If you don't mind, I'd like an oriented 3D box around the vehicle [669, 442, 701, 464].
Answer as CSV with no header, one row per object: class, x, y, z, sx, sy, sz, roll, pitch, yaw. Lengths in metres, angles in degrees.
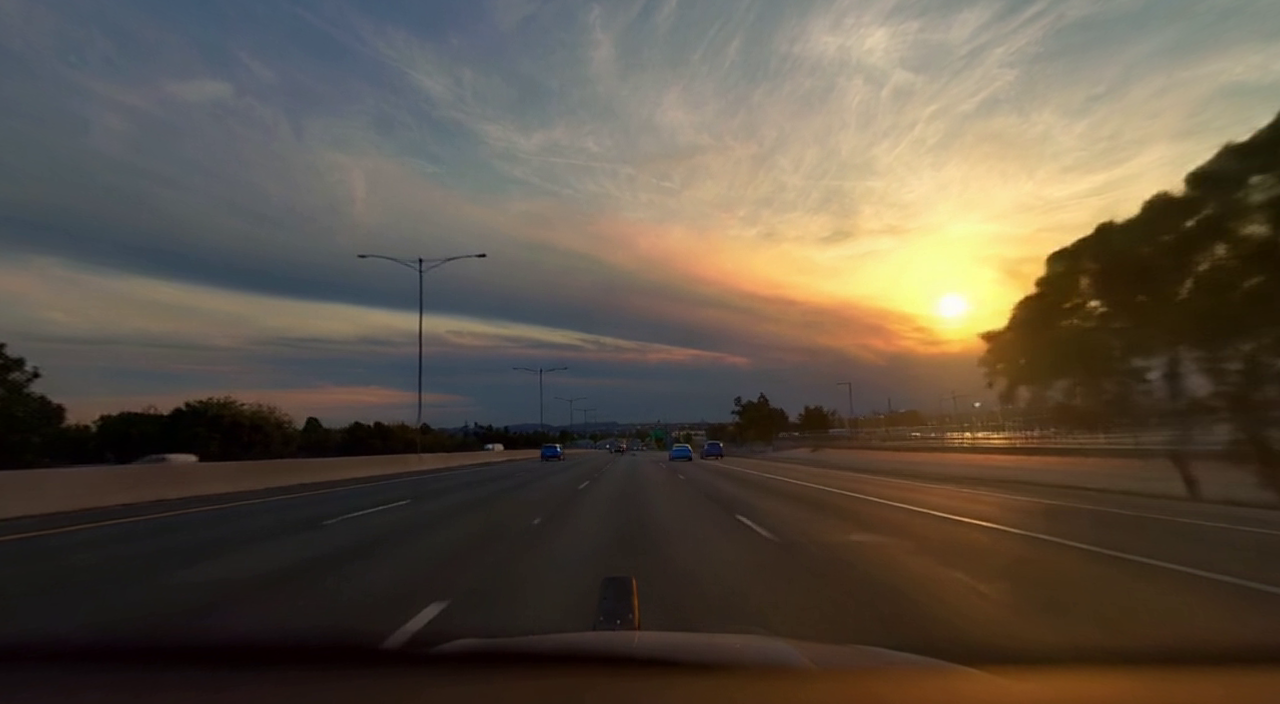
vehicle,3.223,7.366,46.067,2.000,1.533,3.770,0,-8,-1
